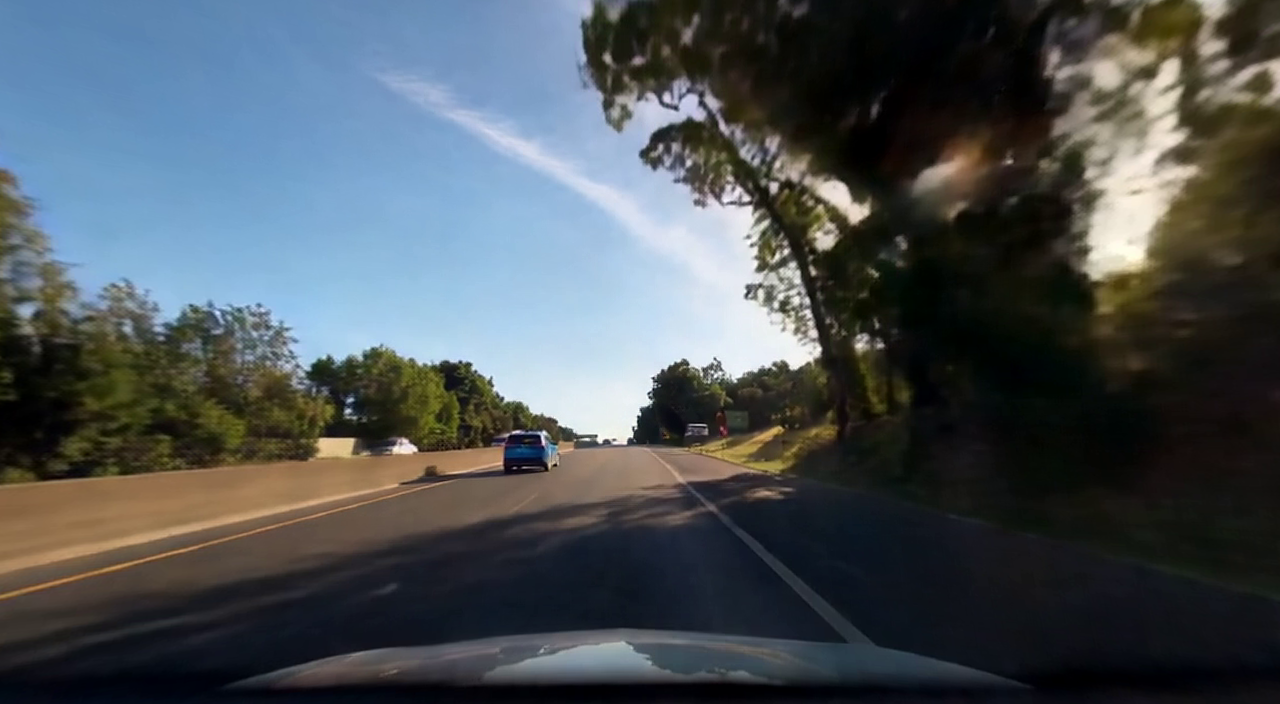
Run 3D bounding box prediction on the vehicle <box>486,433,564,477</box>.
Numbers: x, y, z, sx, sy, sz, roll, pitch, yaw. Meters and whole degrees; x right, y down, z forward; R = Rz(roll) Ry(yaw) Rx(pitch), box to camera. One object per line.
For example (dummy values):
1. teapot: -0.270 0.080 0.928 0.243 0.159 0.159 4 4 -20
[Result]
1. vehicle: -4.228 3.821 23.764 2.063 1.496 4.225 0 -8 1
